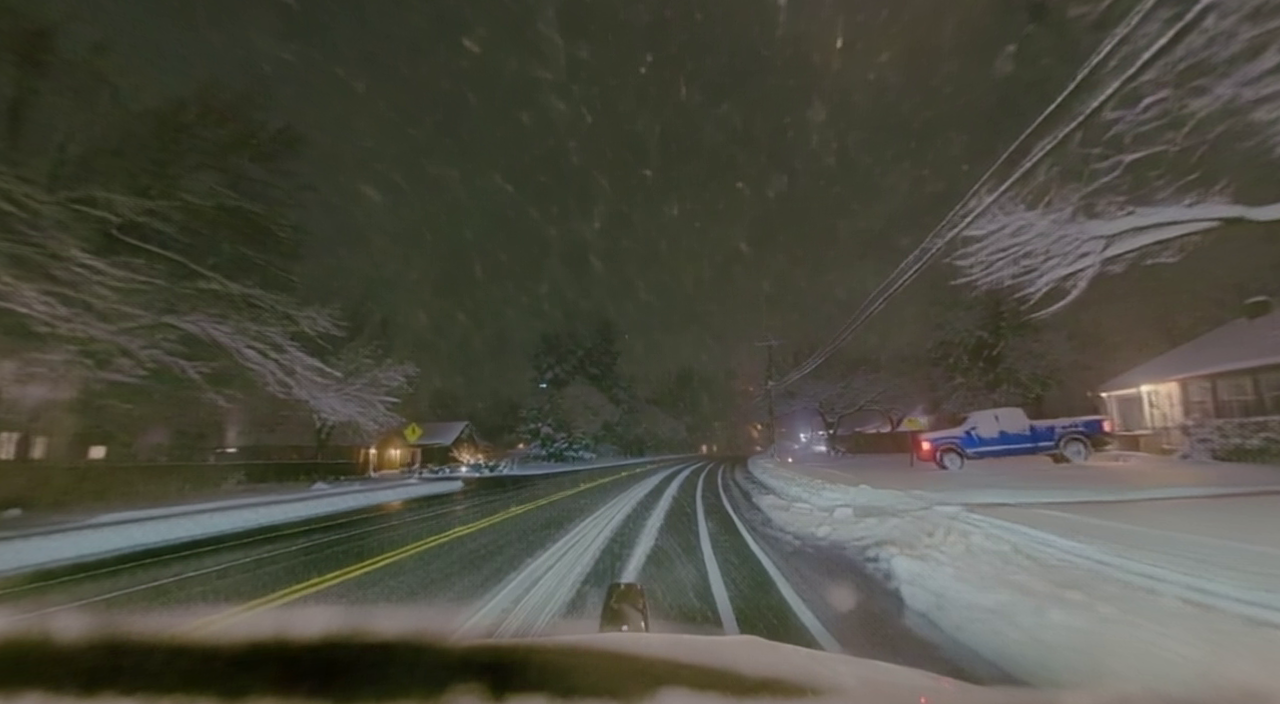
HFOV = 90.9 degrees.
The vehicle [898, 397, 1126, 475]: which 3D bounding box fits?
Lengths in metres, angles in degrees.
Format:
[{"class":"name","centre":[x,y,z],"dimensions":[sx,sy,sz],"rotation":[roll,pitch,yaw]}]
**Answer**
[{"class":"vehicle","centre":[11.642,2.752,20.218],"dimensions":[5.704,1.788,2.095],"rotation":[-7,-10,9]}]

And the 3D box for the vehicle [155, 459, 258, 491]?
[{"class":"vehicle","centre":[-25.159,7.152,36.666],"dimensions":[4.751,1.489,2.052],"rotation":[-5,-9,8]}]

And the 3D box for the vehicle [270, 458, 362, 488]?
[{"class":"vehicle","centre":[-18.374,6.853,35.838],"dimensions":[4.270,1.481,1.972],"rotation":[-4,-9,10]}]
